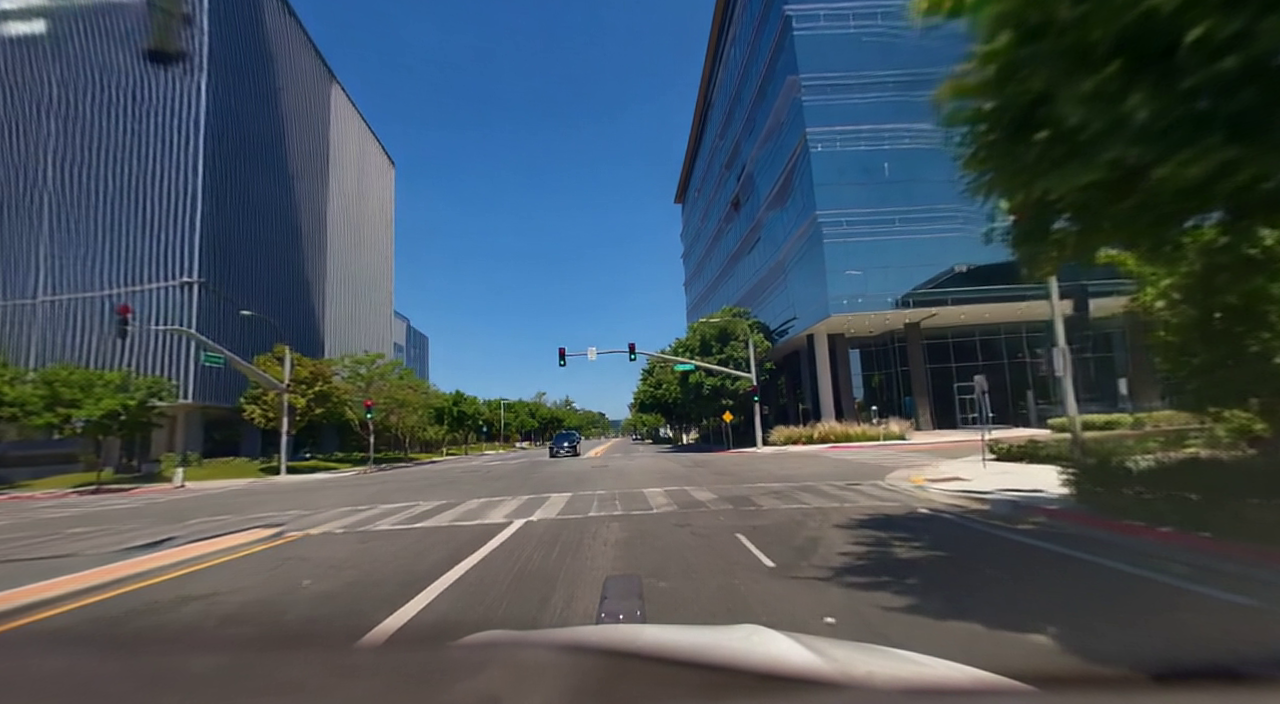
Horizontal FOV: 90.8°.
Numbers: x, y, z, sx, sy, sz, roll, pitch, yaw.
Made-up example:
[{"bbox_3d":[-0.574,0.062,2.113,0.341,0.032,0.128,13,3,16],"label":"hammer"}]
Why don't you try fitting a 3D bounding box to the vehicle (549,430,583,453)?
[{"bbox_3d":[-5.579,6.838,48.099,1.988,1.666,4.074,0,-8,1],"label":"vehicle"}]
